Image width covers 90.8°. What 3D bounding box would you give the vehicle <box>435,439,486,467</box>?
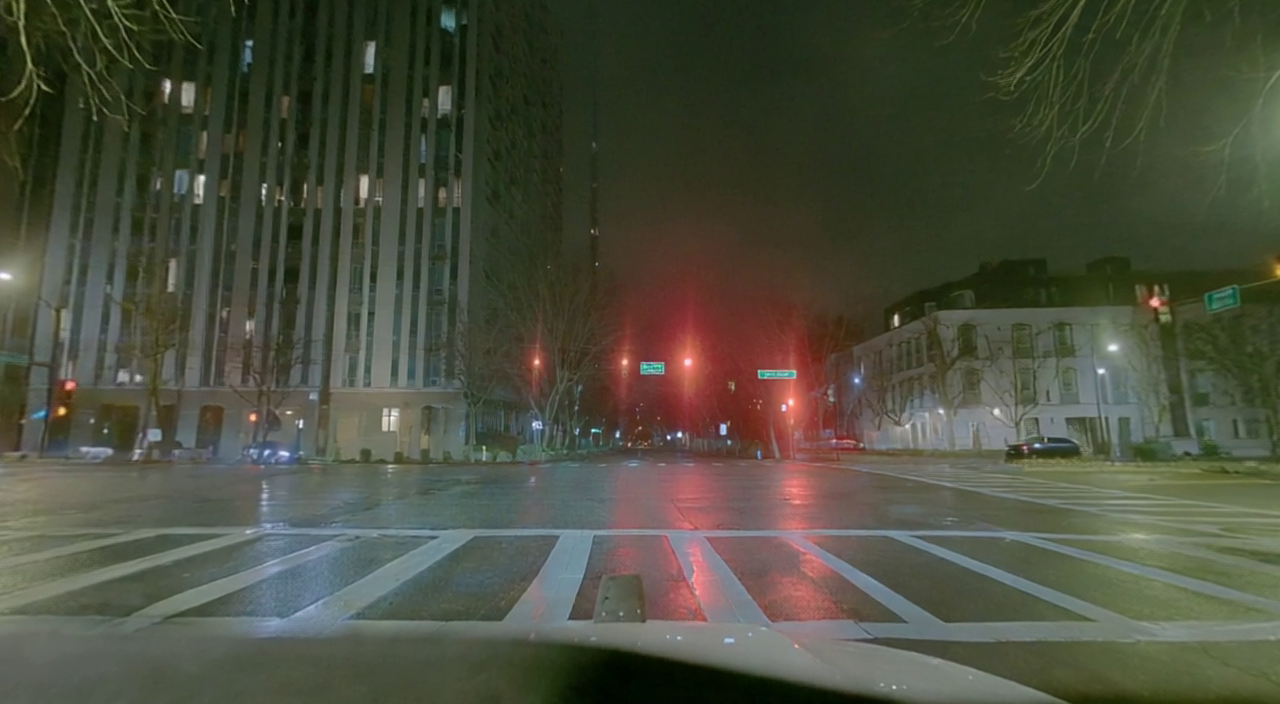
[{"bbox_3d":[-11.958,6.762,42.370,2.080,1.763,4.341,0,-8,1],"label":"vehicle"}]

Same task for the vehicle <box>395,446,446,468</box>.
[{"bbox_3d":[-15.490,7.420,44.809,2.056,1.450,4.343,0,-8,0],"label":"vehicle"}]

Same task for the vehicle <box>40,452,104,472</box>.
[{"bbox_3d":[-41.585,8.027,46.335,1.552,1.339,3.340,-1,-8,-1],"label":"vehicle"}]

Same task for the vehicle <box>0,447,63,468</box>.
[{"bbox_3d":[-45.245,7.762,46.619,1.858,1.467,3.624,0,-8,1],"label":"vehicle"}]

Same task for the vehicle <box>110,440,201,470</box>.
[{"bbox_3d":[-34.892,7.416,45.752,2.204,1.955,5.518,0,-8,0],"label":"vehicle"}]
